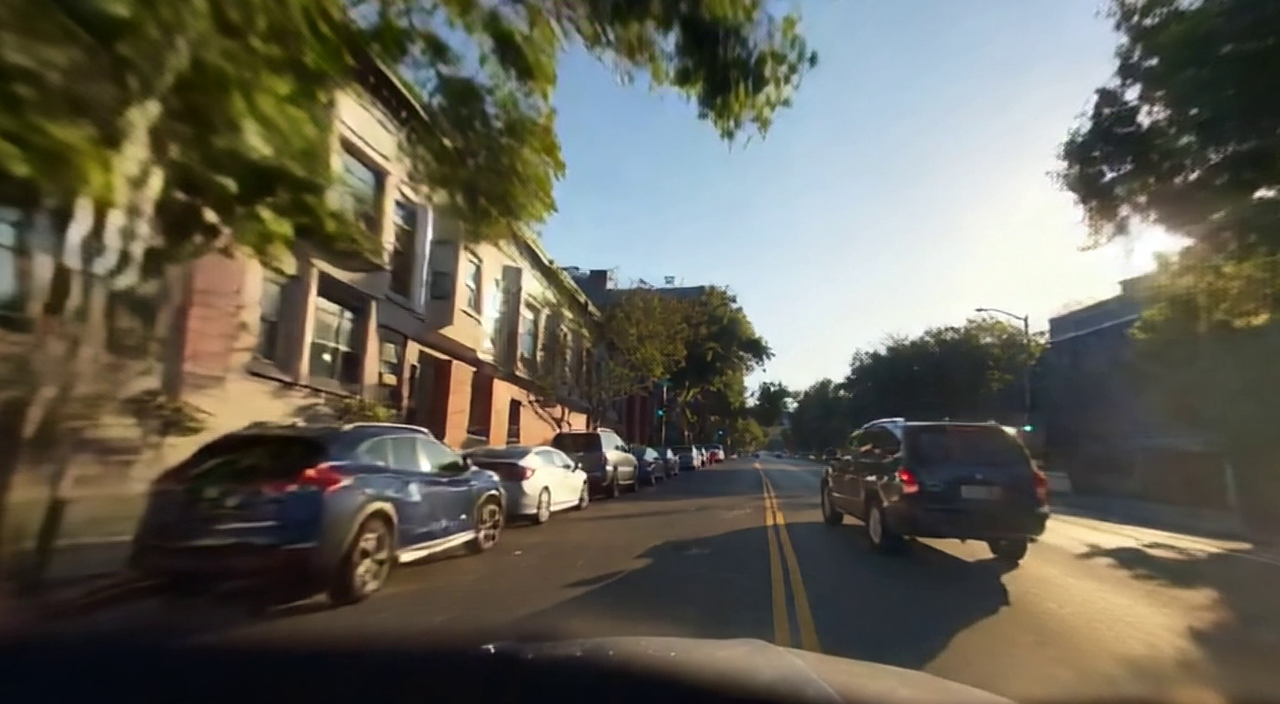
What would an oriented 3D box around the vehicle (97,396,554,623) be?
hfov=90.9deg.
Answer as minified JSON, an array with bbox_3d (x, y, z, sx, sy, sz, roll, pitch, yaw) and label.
[{"bbox_3d":[-2.803,1.532,7.245,2.179,1.658,4.765,-2,-9,11],"label":"vehicle"}]

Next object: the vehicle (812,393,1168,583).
[{"bbox_3d":[4.368,1.819,9.494,2.411,1.899,5.993,-1,-8,6],"label":"vehicle"}]

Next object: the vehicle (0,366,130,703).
[{"bbox_3d":[-4.281,0.682,1.616,1.922,1.628,4.291,-1,-8,10],"label":"vehicle"}]
